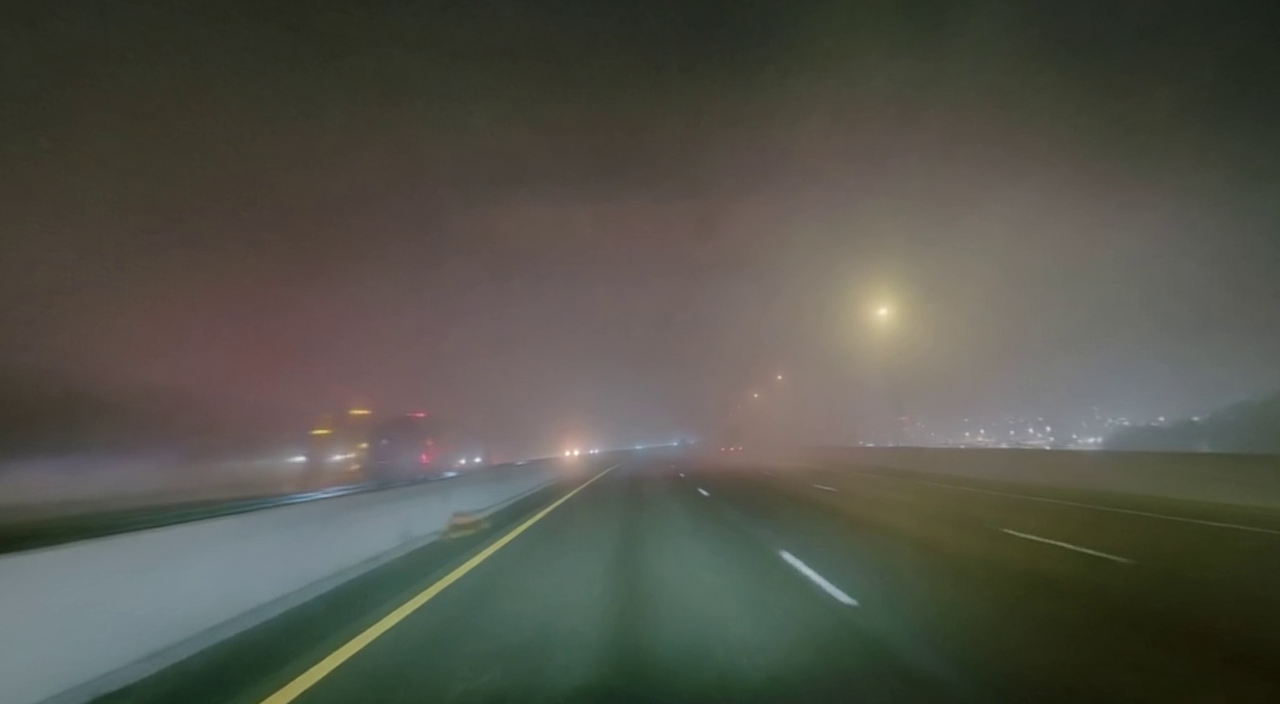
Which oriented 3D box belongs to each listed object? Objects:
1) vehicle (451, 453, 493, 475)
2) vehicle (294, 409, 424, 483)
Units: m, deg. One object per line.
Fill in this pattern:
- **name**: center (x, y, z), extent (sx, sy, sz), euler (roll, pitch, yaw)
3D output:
- **vehicle**: center (-12.217, 8.152, 45.900), extent (1.834, 1.504, 3.952), euler (0, -9, 2)
- **vehicle**: center (-16.856, 5.836, 38.887), extent (2.968, 3.924, 10.428), euler (0, -9, 2)
